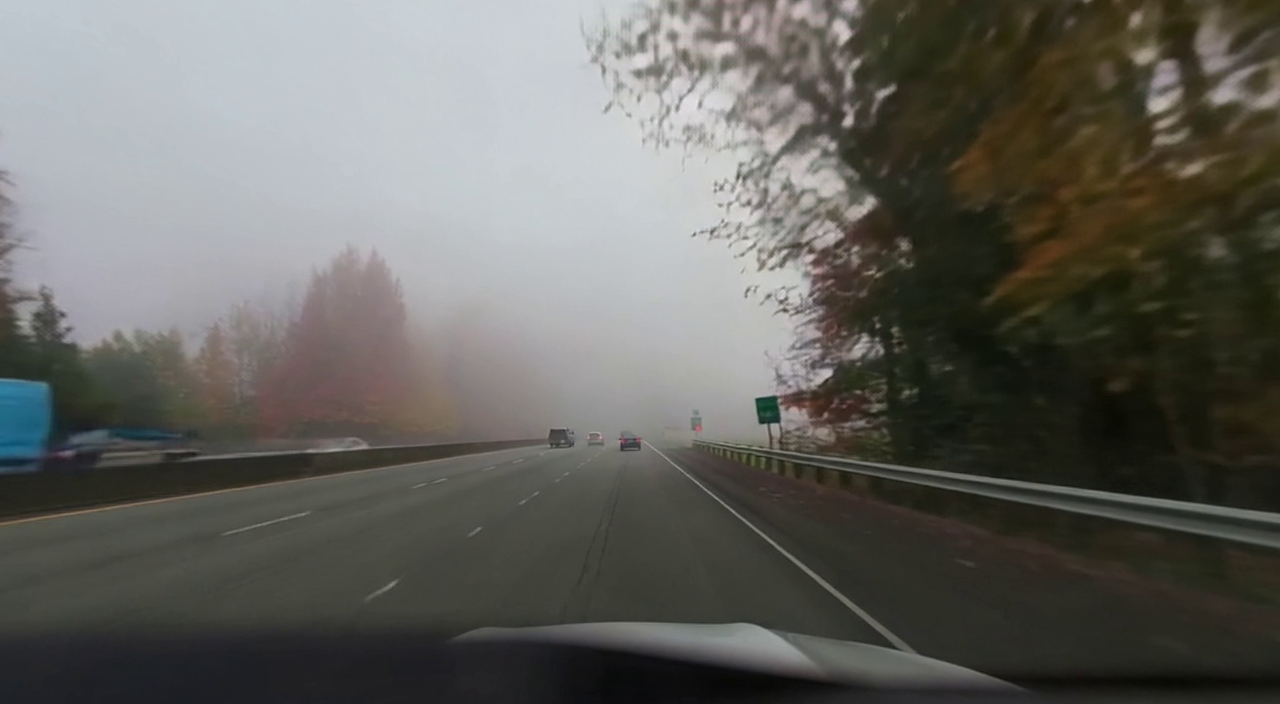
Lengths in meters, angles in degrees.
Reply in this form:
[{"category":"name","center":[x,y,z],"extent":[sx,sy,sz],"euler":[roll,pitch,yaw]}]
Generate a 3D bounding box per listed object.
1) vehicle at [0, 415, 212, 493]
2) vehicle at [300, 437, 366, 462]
[{"category":"vehicle","center":[-25.071,4.416,28.070],"extent":[2.823,2.845,13.346],"euler":[0,-8,-1]},{"category":"vehicle","center":[-20.916,6.636,43.063],"extent":[2.053,1.552,4.961],"euler":[0,-8,0]}]
